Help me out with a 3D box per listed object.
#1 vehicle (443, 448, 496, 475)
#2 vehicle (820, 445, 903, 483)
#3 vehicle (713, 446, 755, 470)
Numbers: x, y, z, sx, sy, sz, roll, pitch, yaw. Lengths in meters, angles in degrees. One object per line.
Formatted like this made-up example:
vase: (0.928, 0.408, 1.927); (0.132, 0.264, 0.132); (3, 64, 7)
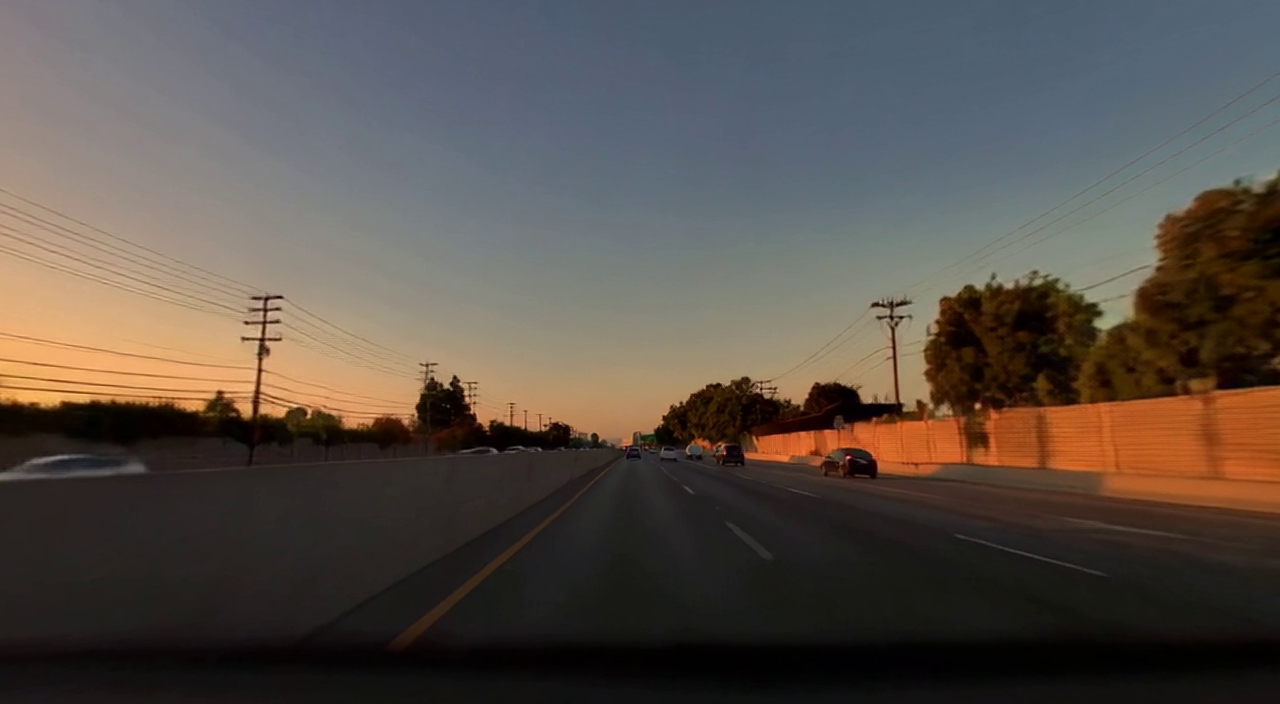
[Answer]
vehicle: (-10.061, 6.474, 37.606); (1.896, 1.499, 4.497); (0, -8, 0)
vehicle: (9.617, 4.873, 27.884); (1.969, 1.506, 4.422); (1, -8, -1)
vehicle: (6.269, 7.108, 42.694); (2.069, 1.520, 4.614); (1, -8, -1)
